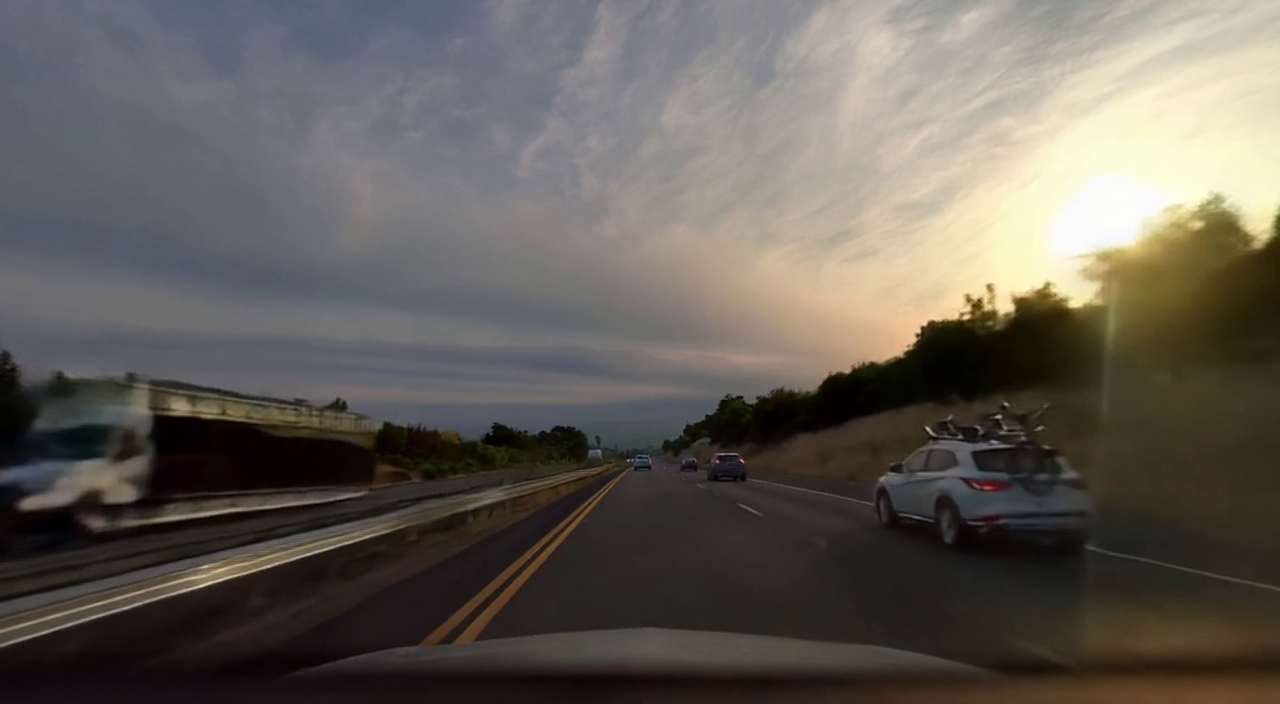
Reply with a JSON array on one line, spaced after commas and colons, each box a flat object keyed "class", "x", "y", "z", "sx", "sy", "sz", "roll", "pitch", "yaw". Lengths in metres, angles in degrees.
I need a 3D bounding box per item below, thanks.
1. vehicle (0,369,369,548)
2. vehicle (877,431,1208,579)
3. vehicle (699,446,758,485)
[{"class": "vehicle", "x": -12.487, "y": 3.109, "z": 19.142, "sx": 3.046, "sy": 3.630, "sz": 12.421, "roll": 0, "pitch": -9, "yaw": 0}, {"class": "vehicle", "x": 4.913, "y": 1.884, "z": 8.489, "sx": 1.964, "sy": 1.513, "sz": 3.707, "roll": 0, "pitch": -9, "yaw": 0}, {"class": "vehicle", "x": 4.113, "y": 5.362, "z": 30.047, "sx": 2.122, "sy": 1.662, "sz": 4.392, "roll": 0, "pitch": -9, "yaw": 0}]
